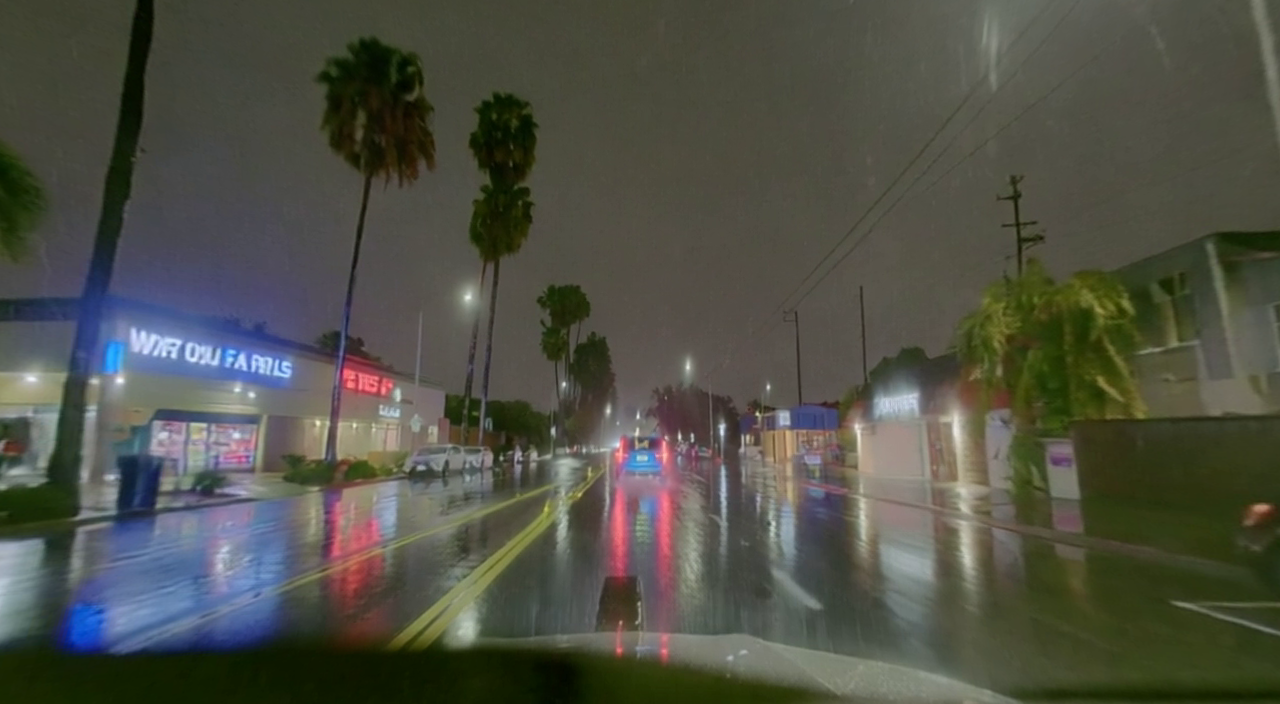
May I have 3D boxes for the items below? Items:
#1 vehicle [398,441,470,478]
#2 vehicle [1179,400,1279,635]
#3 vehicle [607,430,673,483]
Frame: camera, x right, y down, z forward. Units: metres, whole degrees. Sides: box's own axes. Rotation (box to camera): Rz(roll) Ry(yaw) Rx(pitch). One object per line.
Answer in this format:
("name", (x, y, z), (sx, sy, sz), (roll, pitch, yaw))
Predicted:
("vehicle", (-10.270, 5.387, 31.829), (2.075, 1.693, 4.696), (0, -9, -1))
("vehicle", (6.072, 1.018, 3.112), (2.153, 1.801, 5.163), (0, -9, -1))
("vehicle", (-0.068, 3.941, 23.908), (2.264, 1.798, 4.563), (0, -9, -1))
